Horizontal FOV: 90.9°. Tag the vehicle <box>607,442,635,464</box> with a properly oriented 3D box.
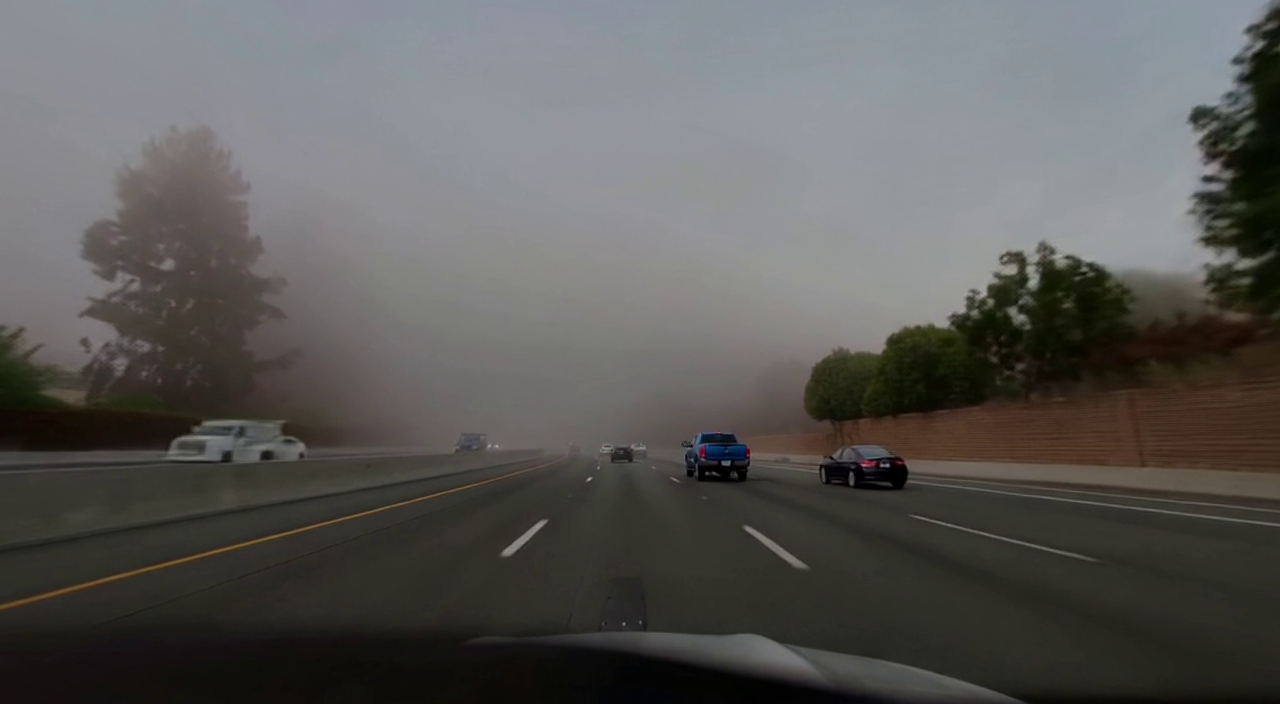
[{"bbox_3d":[-1.561,7.929,49.678,2.050,1.607,3.821,0,-8,-4],"label":"vehicle"}]

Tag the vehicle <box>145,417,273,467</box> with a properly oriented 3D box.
[{"bbox_3d":[-22.039,4.670,32.724,2.433,2.292,6.266,0,-8,-3],"label":"vehicle"}]

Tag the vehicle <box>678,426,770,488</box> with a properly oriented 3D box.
[{"bbox_3d":[2.854,3.752,22.901,2.374,1.952,5.431,0,-8,-2],"label":"vehicle"}]

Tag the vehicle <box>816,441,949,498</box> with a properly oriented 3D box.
[{"bbox_3d":[7.177,3.488,19.355,1.976,1.485,4.925,0,-8,-2],"label":"vehicle"}]
